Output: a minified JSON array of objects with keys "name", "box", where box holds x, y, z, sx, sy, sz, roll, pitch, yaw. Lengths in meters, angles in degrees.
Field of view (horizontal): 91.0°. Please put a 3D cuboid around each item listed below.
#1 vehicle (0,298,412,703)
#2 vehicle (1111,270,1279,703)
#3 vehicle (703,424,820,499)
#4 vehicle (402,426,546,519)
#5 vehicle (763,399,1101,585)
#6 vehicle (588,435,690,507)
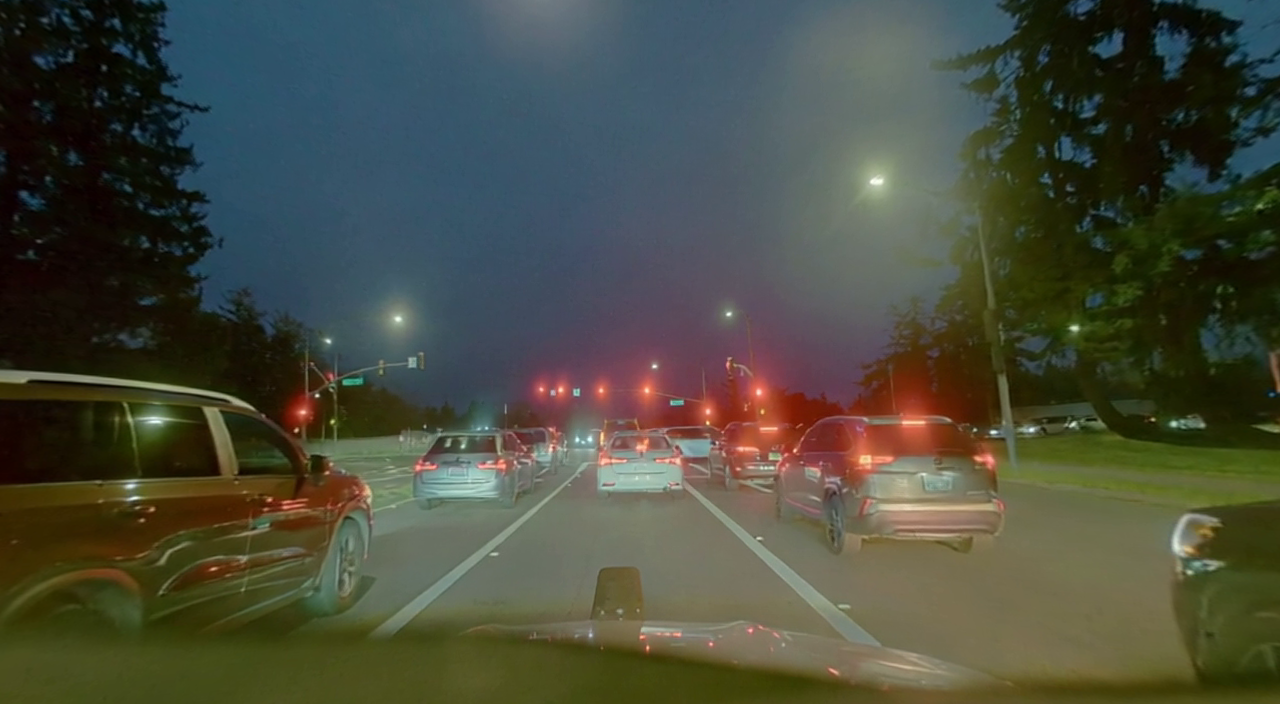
[{"name":"vehicle","box":[-3.246,0.961,3.833,2.079,1.756,4.676,0,-8,-2]},{"name":"vehicle","box":[3.339,0.383,0.454,2.111,1.839,4.857,0,-8,-1]},{"name":"vehicle","box":[2.961,2.786,16.356,2.106,1.667,4.101,0,-8,-2]},{"name":"vehicle","box":[-3.140,2.368,12.908,1.896,1.546,4.378,0,-8,-2]},{"name":"vehicle","box":[3.125,1.603,8.042,2.074,1.685,4.387,0,-8,-2]},{"name":"vehicle","box":[-0.093,2.698,14.756,2.076,1.438,3.770,0,-8,-2]}]
